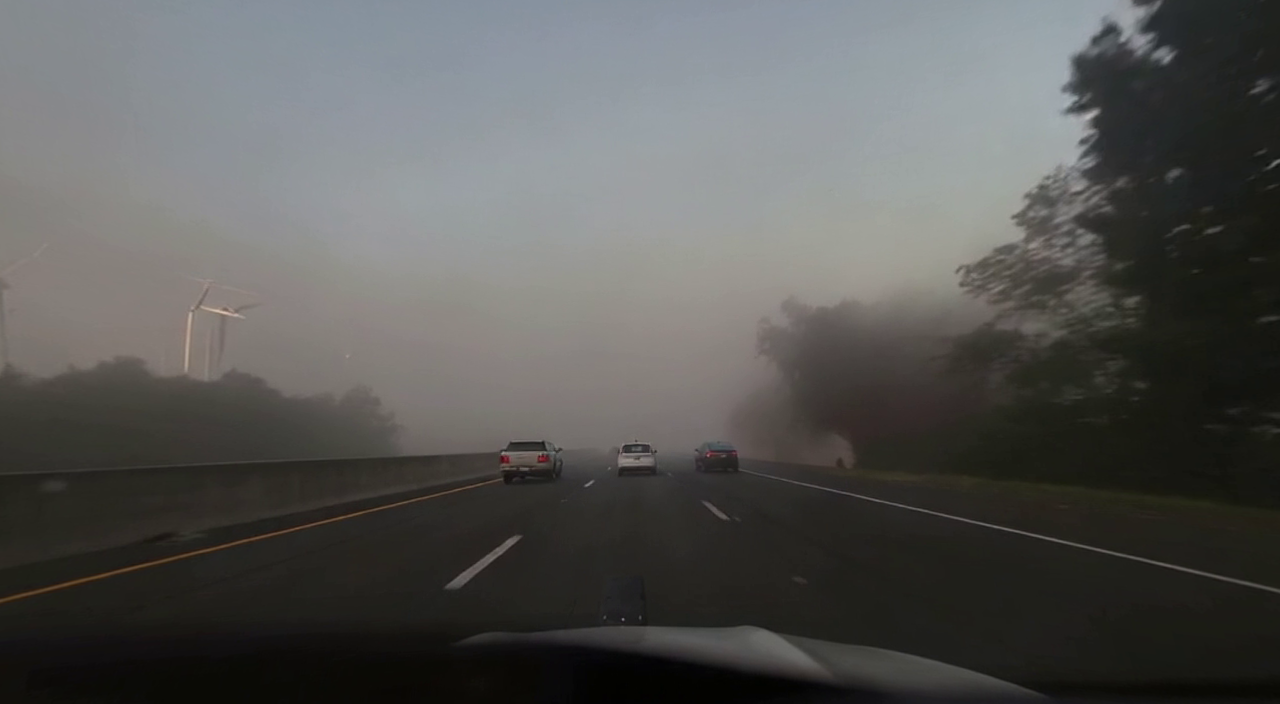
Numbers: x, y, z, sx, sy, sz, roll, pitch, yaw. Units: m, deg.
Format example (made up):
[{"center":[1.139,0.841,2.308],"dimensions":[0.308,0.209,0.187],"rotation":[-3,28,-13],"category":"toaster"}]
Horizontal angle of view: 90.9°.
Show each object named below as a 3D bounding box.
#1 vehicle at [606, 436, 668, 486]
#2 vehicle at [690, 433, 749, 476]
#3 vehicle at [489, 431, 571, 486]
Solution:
[{"center":[-0.120,3.965,23.228],"dimensions":[2.083,1.653,3.787],"rotation":[0,-9,0],"category":"vehicle"},{"center":[3.679,4.878,30.211],"dimensions":[2.104,1.861,4.956],"rotation":[0,-9,-1],"category":"vehicle"},{"center":[-3.907,3.896,23.293],"dimensions":[2.131,1.784,4.635],"rotation":[-1,-9,1],"category":"vehicle"}]
